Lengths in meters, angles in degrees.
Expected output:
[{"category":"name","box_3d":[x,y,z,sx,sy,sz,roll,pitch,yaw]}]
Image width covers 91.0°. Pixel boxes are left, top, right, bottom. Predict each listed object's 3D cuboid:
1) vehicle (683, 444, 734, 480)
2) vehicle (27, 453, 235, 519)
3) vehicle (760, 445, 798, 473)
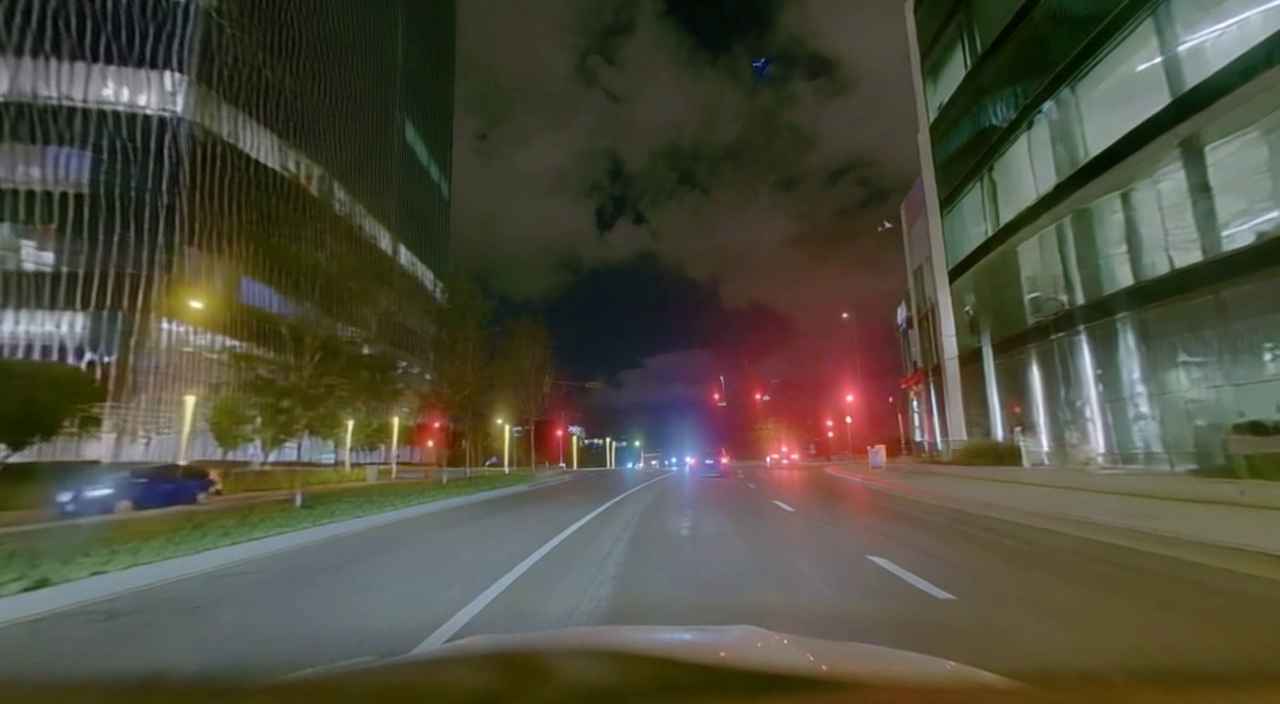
[{"category":"vehicle","box_3d":[3.160,4.975,28.607,2.127,1.497,4.020,-1,-9,8]},{"category":"vehicle","box_3d":[-14.644,3.822,18.572,1.926,1.619,4.649,-1,-9,6]},{"category":"vehicle","box_3d":[8.005,6.166,36.550,1.916,1.492,3.911,-2,-9,9]}]
